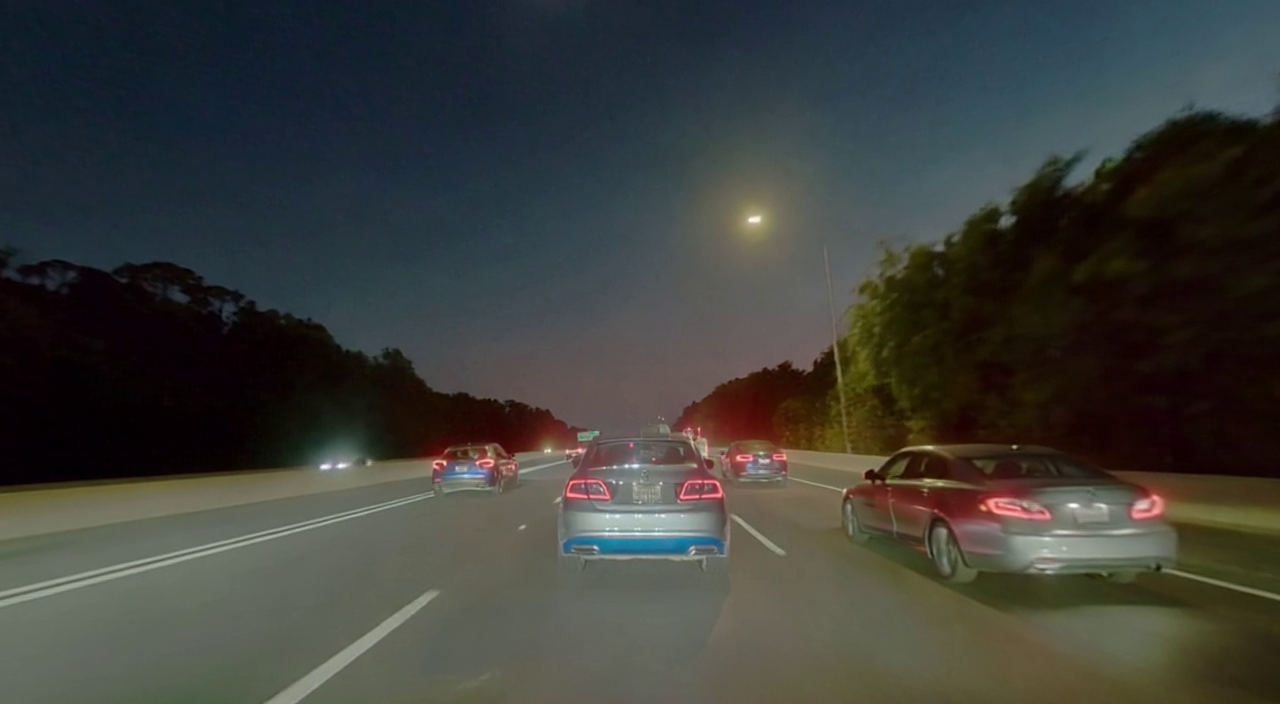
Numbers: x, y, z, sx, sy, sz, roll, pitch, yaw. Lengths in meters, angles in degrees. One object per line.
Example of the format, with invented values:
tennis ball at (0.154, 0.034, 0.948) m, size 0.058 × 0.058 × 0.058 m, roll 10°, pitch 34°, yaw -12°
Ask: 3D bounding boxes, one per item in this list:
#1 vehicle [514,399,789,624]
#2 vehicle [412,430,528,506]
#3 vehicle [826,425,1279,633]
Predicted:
vehicle at (0.028, 1.508, 6.792) m, size 2.093 × 1.695 × 3.782 m, roll 0°, pitch -9°, yaw -2°
vehicle at (-4.252, 2.969, 16.450) m, size 1.890 × 1.708 × 3.844 m, roll 0°, pitch -9°, yaw 0°
vehicle at (3.682, 1.592, 6.728) m, size 1.953 × 1.434 × 4.511 m, roll 0°, pitch -9°, yaw -1°
